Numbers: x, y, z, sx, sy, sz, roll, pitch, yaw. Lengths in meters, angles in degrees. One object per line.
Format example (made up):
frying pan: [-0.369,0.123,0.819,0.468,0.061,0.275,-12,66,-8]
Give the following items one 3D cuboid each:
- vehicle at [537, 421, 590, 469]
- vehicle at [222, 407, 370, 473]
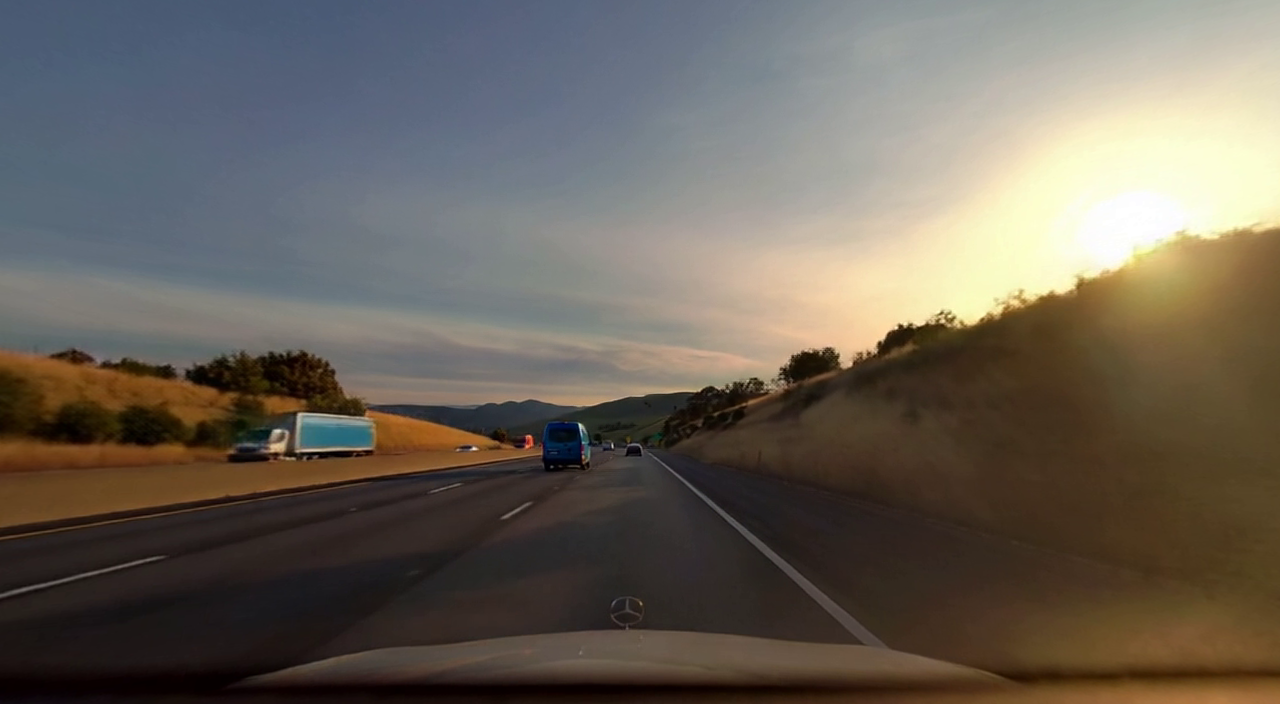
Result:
vehicle: [-4.180,5.222,35.413,2.329,2.483,5.428,0,-8,0]
vehicle: [-24.072,6.393,45.547,2.914,4.020,14.107,0,-8,0]
